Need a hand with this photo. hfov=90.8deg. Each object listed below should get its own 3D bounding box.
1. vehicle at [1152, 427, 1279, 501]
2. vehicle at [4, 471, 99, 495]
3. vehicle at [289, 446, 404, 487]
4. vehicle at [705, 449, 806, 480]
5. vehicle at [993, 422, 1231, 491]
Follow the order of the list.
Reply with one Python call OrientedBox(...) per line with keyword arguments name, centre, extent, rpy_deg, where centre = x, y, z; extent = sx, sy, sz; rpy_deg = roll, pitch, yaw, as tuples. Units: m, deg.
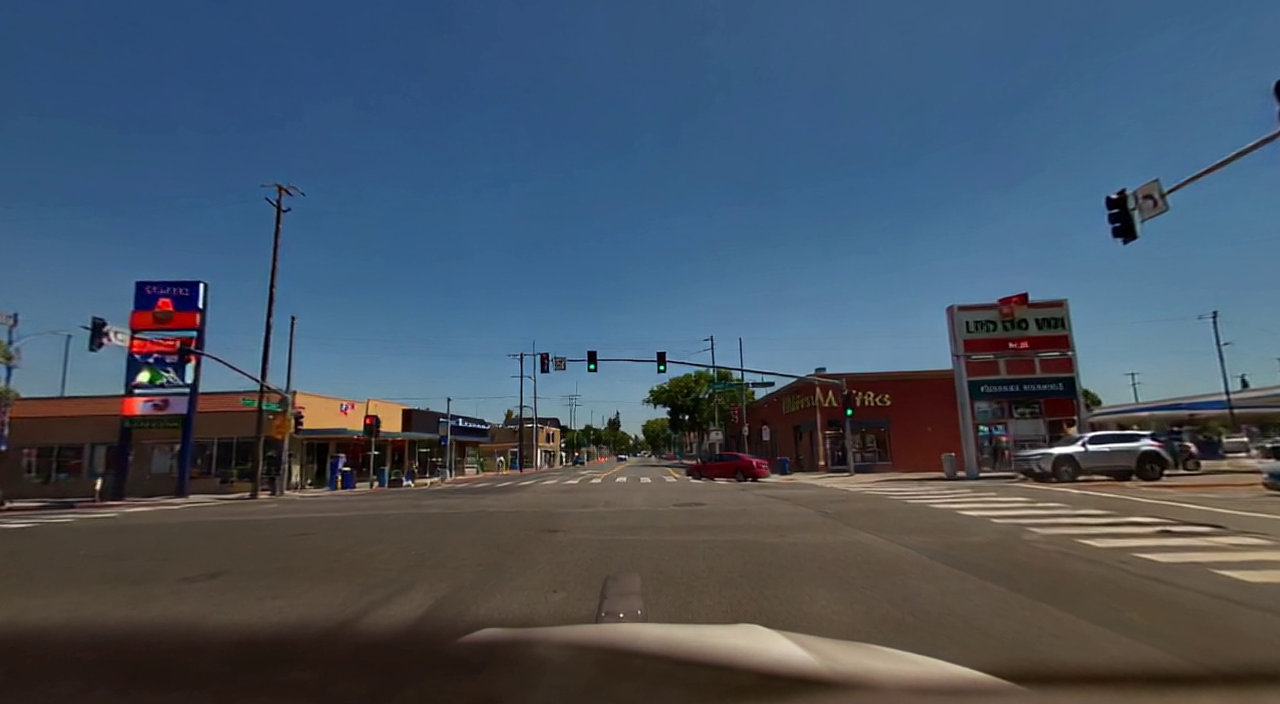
OrientedBox(name="vehicle", centre=(14.395, 2.370, 13.538), extent=(4.835, 1.487, 1.913), rpy_deg=(-3, -9, 20))
OrientedBox(name="vehicle", centre=(-39.838, 8.853, 42.834), extent=(4.464, 1.469, 1.908), rpy_deg=(0, -8, 0))
OrientedBox(name="vehicle", centre=(-21.281, 8.314, 46.151), extent=(6.991, 2.792, 2.607), rpy_deg=(0, -8, -3))
OrientedBox(name="vehicle", centre=(5.891, 5.763, 32.709), extent=(4.728, 1.468, 2.083), rpy_deg=(-8, -12, 44))
OrientedBox(name="vehicle", centre=(13.014, 2.928, 17.902), extent=(4.916, 1.730, 1.986), rpy_deg=(-4, -9, 22))
